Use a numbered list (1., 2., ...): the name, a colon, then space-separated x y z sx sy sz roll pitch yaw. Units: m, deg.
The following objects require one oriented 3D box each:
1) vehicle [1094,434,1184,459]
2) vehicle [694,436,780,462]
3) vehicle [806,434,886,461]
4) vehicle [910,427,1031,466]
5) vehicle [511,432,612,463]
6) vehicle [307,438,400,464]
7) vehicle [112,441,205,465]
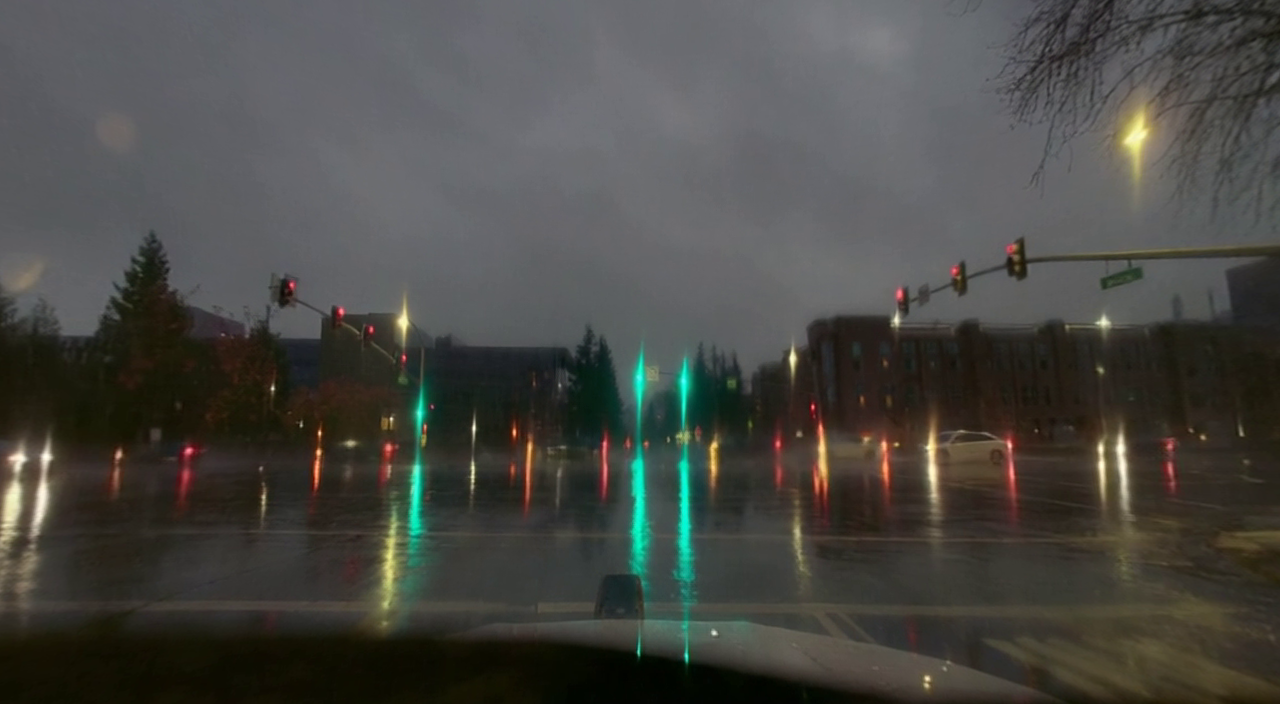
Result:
1. vehicle: 31.778 6.048 40.270 4.100 1.509 1.853 0 -9 0
2. vehicle: 5.648 5.719 37.198 4.724 1.452 1.870 0 -9 1
3. vehicle: 13.227 6.168 40.823 4.488 1.667 1.869 0 -9 1
4. vehicle: 15.869 4.554 30.535 4.662 1.764 2.064 0 -9 -3
5. vehicle: -4.901 6.085 40.230 6.133 1.833 2.155 -1 -9 2
6. vehicle: -16.670 5.783 36.889 4.519 1.476 1.767 0 -9 0
7. vehicle: -30.753 6.454 40.411 4.443 1.472 1.794 0 -9 -1
